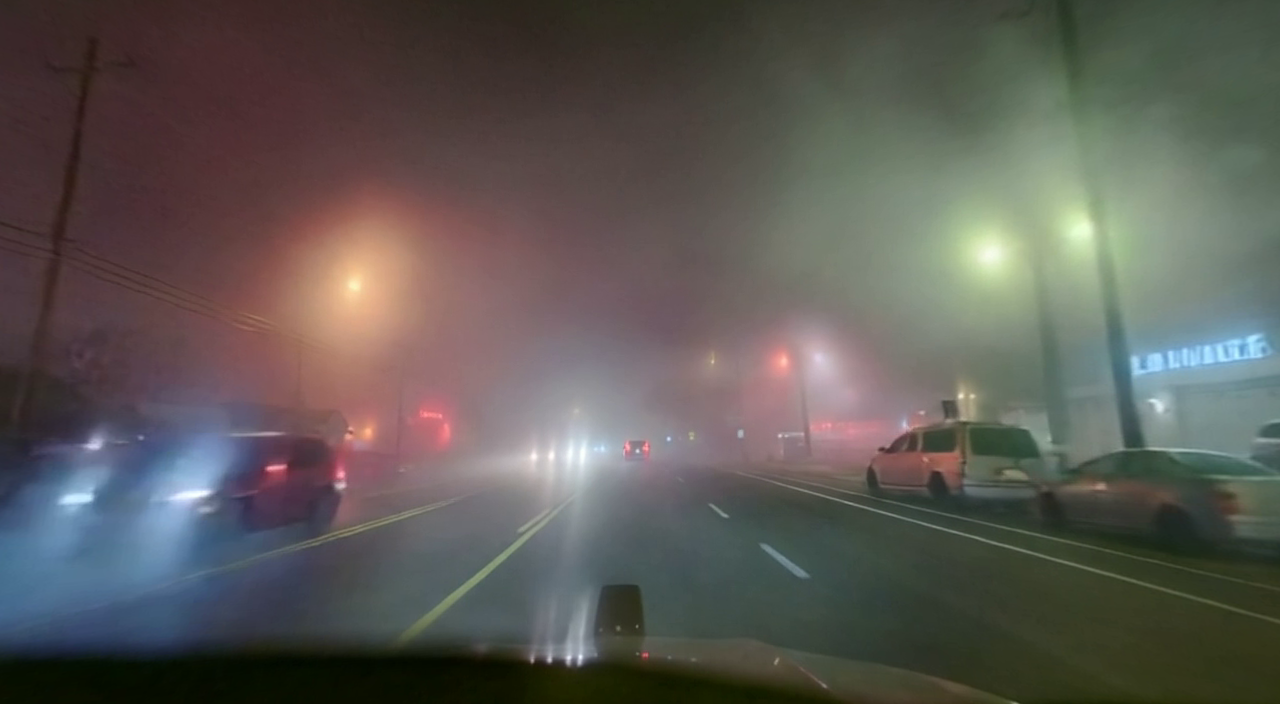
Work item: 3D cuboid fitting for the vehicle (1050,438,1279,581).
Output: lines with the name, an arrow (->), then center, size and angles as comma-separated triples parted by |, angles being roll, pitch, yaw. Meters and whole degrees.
vehicle -> 7.634, 1.824, 7.793 | 1.854, 1.485, 4.736 | 0, -8, -2

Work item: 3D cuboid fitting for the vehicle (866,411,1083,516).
vehicle -> 7.651, 2.628, 15.360 | 2.257, 2.072, 5.376 | 0, -8, -1

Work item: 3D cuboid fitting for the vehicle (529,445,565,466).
vehicle -> -6.729, 7.505, 46.028 | 1.930, 1.450, 4.234 | 0, -8, 1

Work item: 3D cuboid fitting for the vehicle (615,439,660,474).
vehicle -> -0.154, 5.155, 31.405 | 2.067, 1.547, 4.513 | 0, -8, -1

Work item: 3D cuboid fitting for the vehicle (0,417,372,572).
vehicle -> -6.179, 1.959, 9.537 | 2.254, 1.732, 4.571 | 0, -8, 0
